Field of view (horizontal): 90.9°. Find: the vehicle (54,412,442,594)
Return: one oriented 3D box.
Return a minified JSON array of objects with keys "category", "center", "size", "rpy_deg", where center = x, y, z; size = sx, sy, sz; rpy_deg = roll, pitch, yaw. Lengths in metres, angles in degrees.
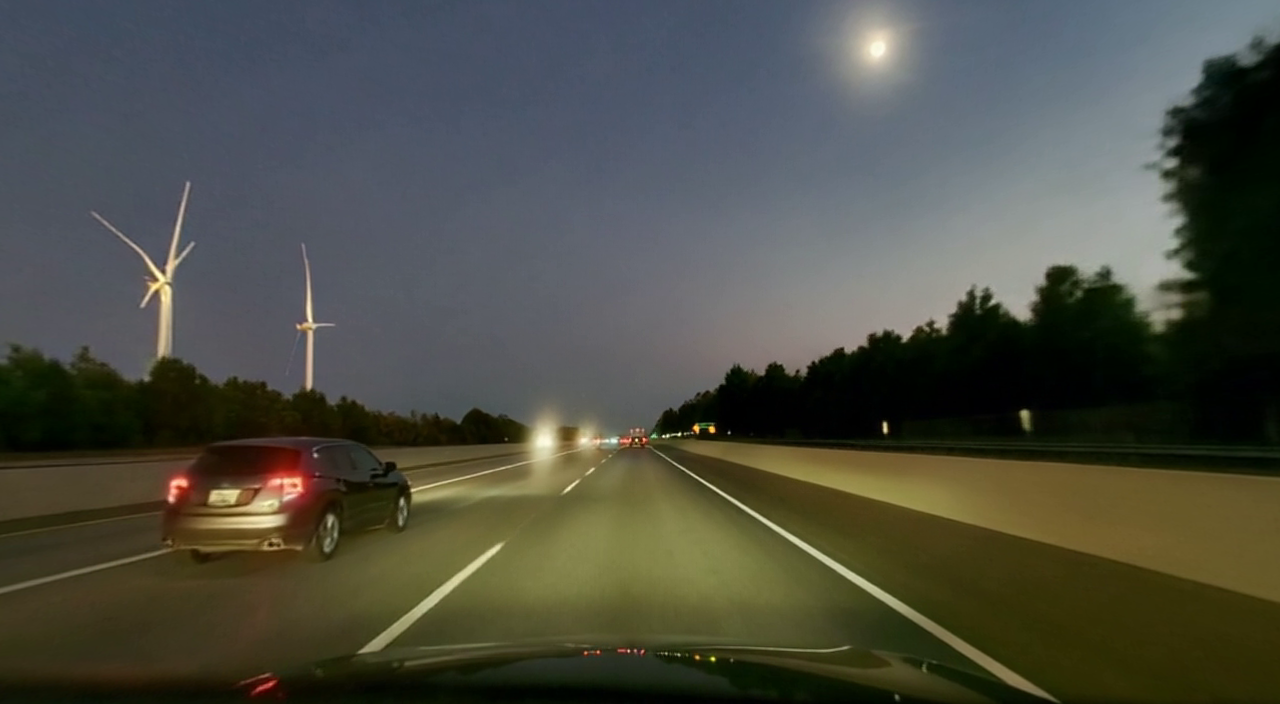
[{"category":"vehicle","center":[-3.917,1.533,7.313],"size":[1.950,1.511,3.965],"rpy_deg":[0,-8,0]}]
